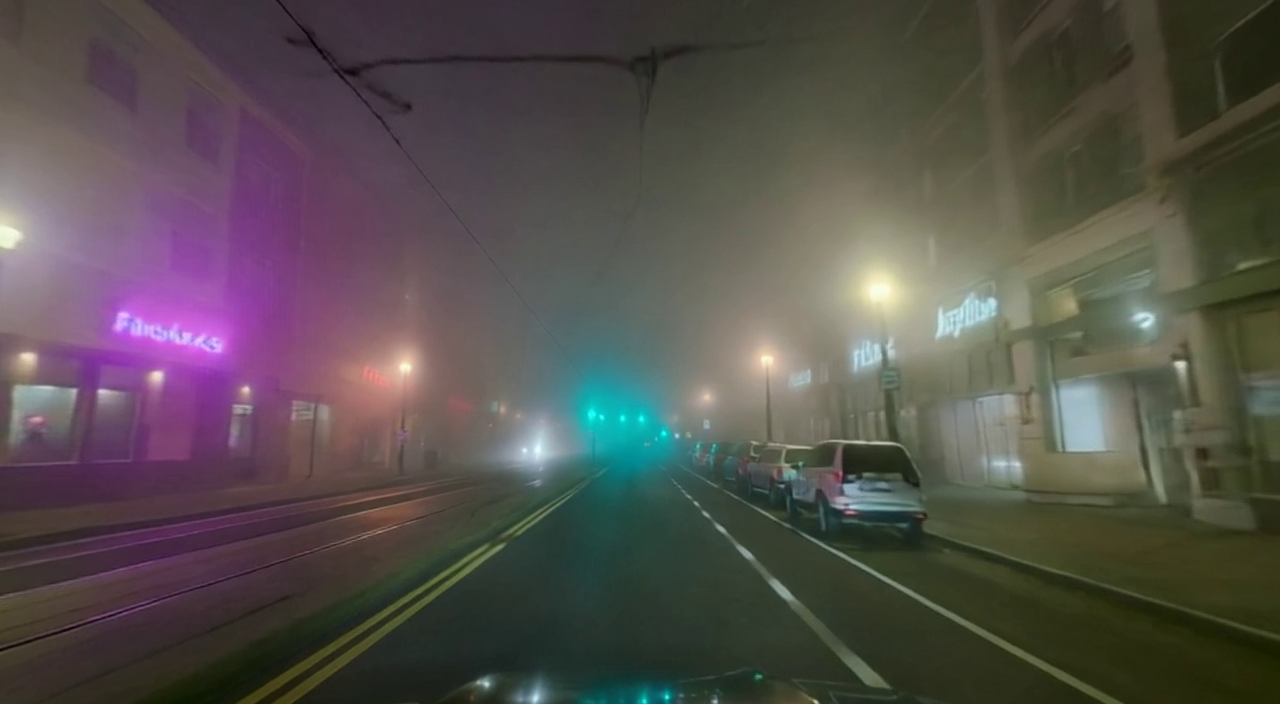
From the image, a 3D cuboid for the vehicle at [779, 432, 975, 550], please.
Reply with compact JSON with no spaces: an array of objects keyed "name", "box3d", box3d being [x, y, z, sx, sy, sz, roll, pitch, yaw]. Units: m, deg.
[{"name":"vehicle","box3d":[3.574,2.122,10.302,1.819,1.546,3.681,0,-8,1]}]
